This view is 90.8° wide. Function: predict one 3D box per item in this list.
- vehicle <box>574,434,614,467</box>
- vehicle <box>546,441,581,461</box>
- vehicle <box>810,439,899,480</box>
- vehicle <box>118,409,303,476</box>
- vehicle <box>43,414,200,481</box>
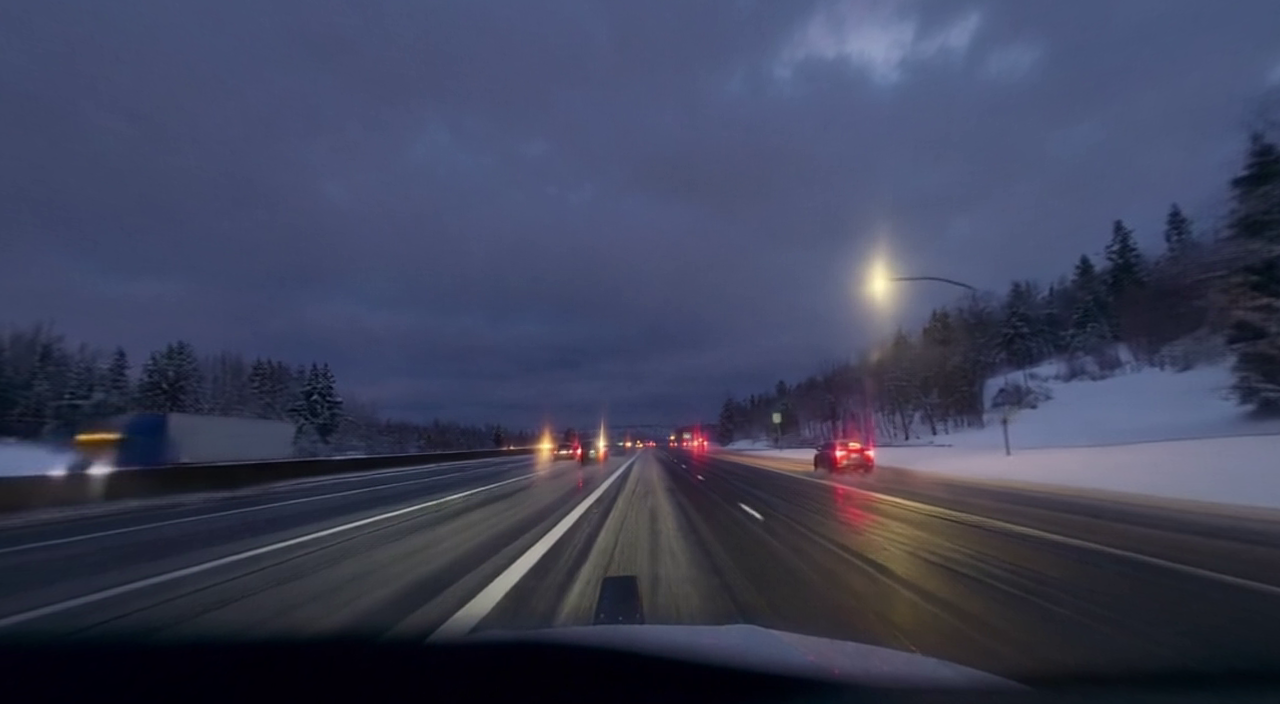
[{"bbox_3d":[-2.612,5.777,37.092,1.893,1.827,4.513,0,-8,1],"label":"vehicle"},{"bbox_3d":[-5.836,7.647,48.681,2.009,1.462,4.458,0,-8,1],"label":"vehicle"},{"bbox_3d":[8.185,4.137,24.595,1.900,1.432,4.519,0,-8,0],"label":"vehicle"},{"bbox_3d":[-30.486,6.687,46.481,2.898,4.106,15.082,0,-8,1],"label":"vehicle"},{"bbox_3d":[-30.636,5.694,37.833,3.058,3.588,7.217,0,-8,1],"label":"vehicle"}]
